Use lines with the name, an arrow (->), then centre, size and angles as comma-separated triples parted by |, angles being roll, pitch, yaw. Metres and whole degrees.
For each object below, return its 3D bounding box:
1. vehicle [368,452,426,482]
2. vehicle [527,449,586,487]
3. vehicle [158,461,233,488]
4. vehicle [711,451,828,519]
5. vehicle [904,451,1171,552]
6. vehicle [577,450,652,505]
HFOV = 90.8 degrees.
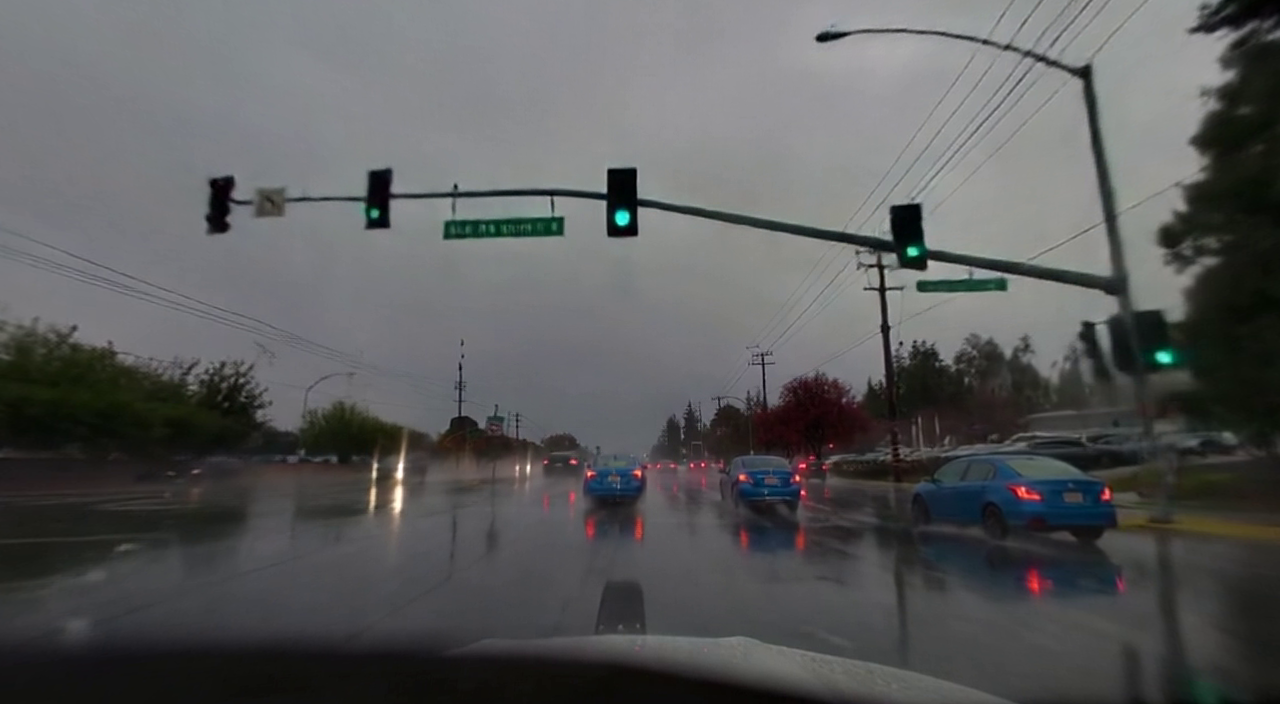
vehicle -> -16.405, 7.752, 42.909 | 2.064, 1.827, 4.647 | 0, -9, 1
vehicle -> -3.727, 5.287, 29.123 | 2.073, 1.606, 4.364 | 0, -9, 1
vehicle -> -27.489, 7.575, 39.208 | 1.859, 1.482, 3.717 | 0, -9, 2
vehicle -> 3.236, 3.407, 16.784 | 2.053, 1.490, 4.464 | 0, -9, -1
vehicle -> 6.901, 2.592, 11.734 | 2.004, 1.455, 4.417 | 0, -9, -1
vehicle -> -0.734, 3.798, 19.595 | 2.065, 1.464, 4.216 | 0, -9, -1
